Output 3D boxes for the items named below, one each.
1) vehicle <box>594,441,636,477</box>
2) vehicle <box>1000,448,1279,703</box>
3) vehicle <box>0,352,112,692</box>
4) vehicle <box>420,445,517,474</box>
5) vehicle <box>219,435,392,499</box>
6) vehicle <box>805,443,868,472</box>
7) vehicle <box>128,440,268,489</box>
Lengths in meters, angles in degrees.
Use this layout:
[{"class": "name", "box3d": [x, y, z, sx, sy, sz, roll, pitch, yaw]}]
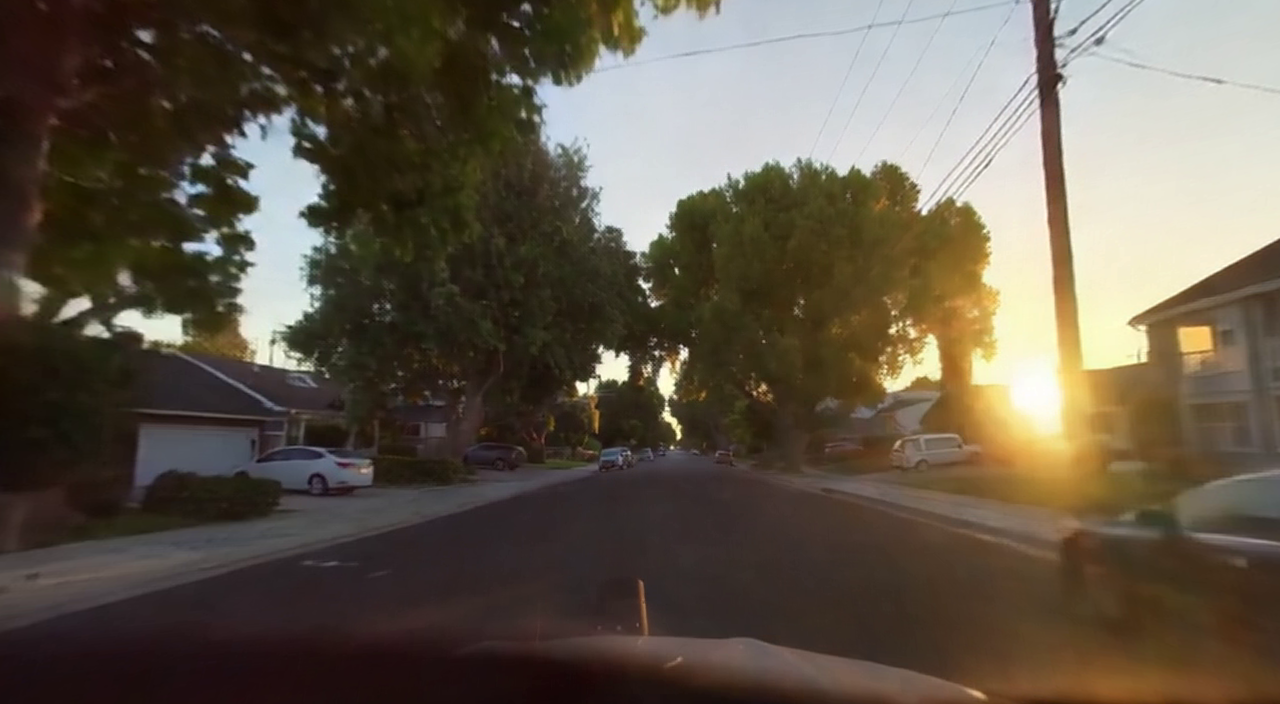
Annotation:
[{"class": "vehicle", "box3d": [-1.834, 8.066, 47.780, 2.482, 2.054, 5.323, 0, -3, 5]}, {"class": "vehicle", "box3d": [4.231, 1.267, 3.456, 1.959, 1.431, 4.647, 0, -8, 3]}, {"class": "vehicle", "box3d": [-5.265, 0.716, 1.602, 2.337, 2.084, 6.088, -1, -9, 3]}, {"class": "vehicle", "box3d": [-9.889, 6.231, 36.578, 4.977, 1.558, 2.079, -1, -9, 5]}, {"class": "vehicle", "box3d": [-10.291, 3.551, 19.554, 4.373, 1.747, 2.029, -4, -9, 11]}, {"class": "vehicle", "box3d": [12.855, 6.917, 41.375, 3.647, 1.784, 1.650, -1, -8, 5]}, {"class": "vehicle", "box3d": [-15.037, 3.762, 21.392, 4.473, 1.493, 1.884, -4, -9, 27]}]
